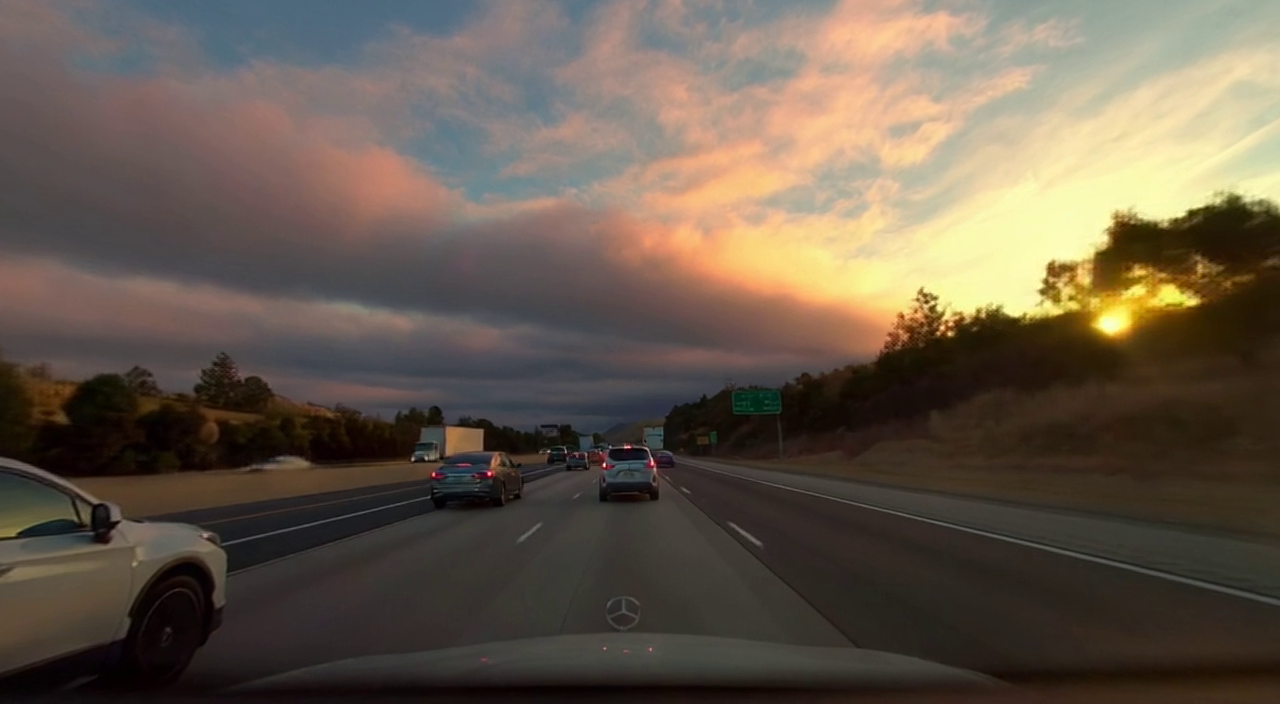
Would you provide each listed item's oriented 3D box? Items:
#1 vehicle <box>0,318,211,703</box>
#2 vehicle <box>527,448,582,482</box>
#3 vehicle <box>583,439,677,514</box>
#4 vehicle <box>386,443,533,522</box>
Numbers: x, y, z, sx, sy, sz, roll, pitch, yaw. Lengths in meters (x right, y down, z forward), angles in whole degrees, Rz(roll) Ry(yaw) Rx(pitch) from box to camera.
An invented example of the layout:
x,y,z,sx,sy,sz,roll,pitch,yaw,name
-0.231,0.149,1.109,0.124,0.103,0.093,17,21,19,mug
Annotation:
x,y,z,sx,sy,sz,roll,pitch,yaw,name
-3.953,0.612,1.540,2.243,1.889,4.949,0,-9,1,vehicle
-4.036,5.394,30.408,1.999,1.484,4.269,0,-9,1,vehicle
-0.219,2.923,15.164,1.996,1.574,3.426,0,-9,0,vehicle
-3.849,2.856,14.369,1.988,1.501,4.438,0,-9,0,vehicle
